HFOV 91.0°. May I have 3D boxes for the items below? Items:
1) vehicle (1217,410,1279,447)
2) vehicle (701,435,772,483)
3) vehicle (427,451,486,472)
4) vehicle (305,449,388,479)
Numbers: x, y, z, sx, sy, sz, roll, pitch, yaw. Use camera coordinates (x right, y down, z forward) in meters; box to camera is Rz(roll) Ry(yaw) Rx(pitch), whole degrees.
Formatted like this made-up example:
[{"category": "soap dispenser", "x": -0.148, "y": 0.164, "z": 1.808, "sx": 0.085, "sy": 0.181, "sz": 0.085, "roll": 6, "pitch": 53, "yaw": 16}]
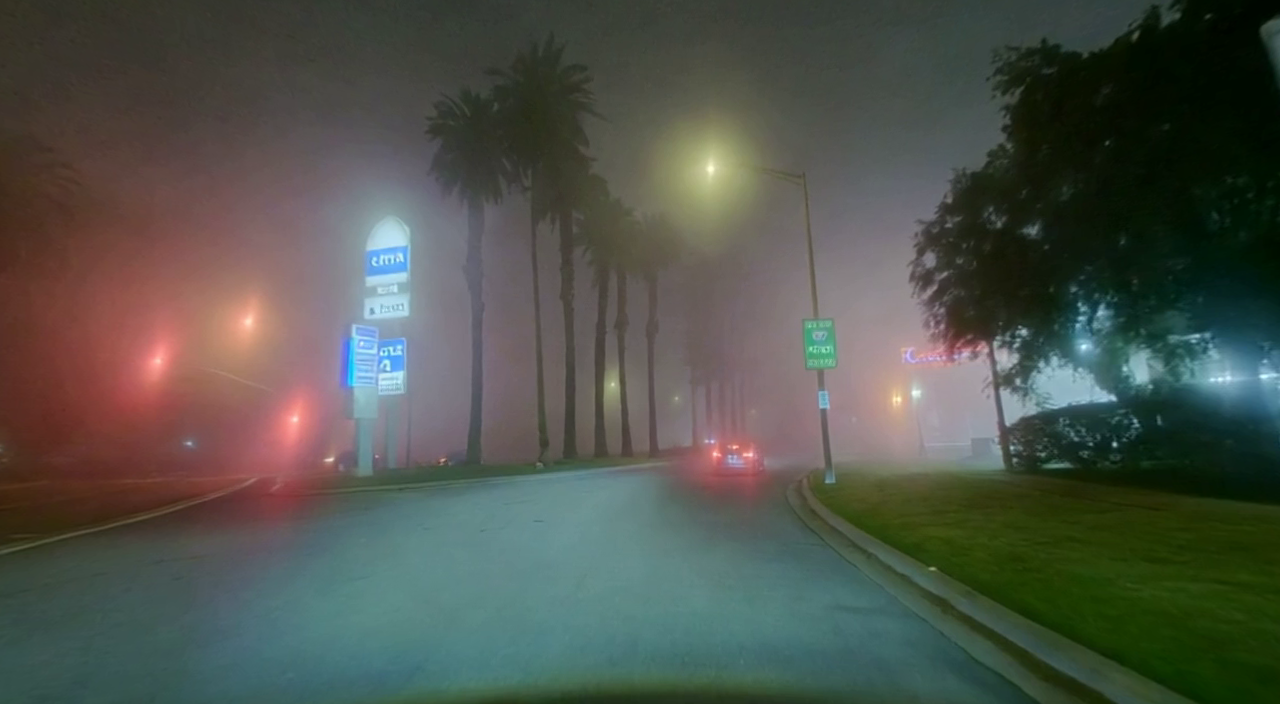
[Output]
[{"category": "vehicle", "x": 35.911, "y": 4.192, "z": 35.383, "sx": 4.464, "sy": 1.655, "sz": 2.011, "roll": -10, "pitch": -15, "yaw": 22}, {"category": "vehicle", "x": 3.564, "y": 3.794, "z": 22.633, "sx": 2.050, "sy": 1.509, "sz": 4.148, "roll": -2, "pitch": -9, "yaw": 15}, {"category": "vehicle", "x": -13.753, "y": 8.217, "z": 47.495, "sx": 1.825, "sy": 1.441, "sz": 4.656, "roll": -3, "pitch": -9, "yaw": 20}, {"category": "vehicle", "x": -17.348, "y": 6.616, "z": 37.427, "sx": 1.884, "sy": 1.651, "sz": 4.330, "roll": -3, "pitch": -9, "yaw": 20}]
